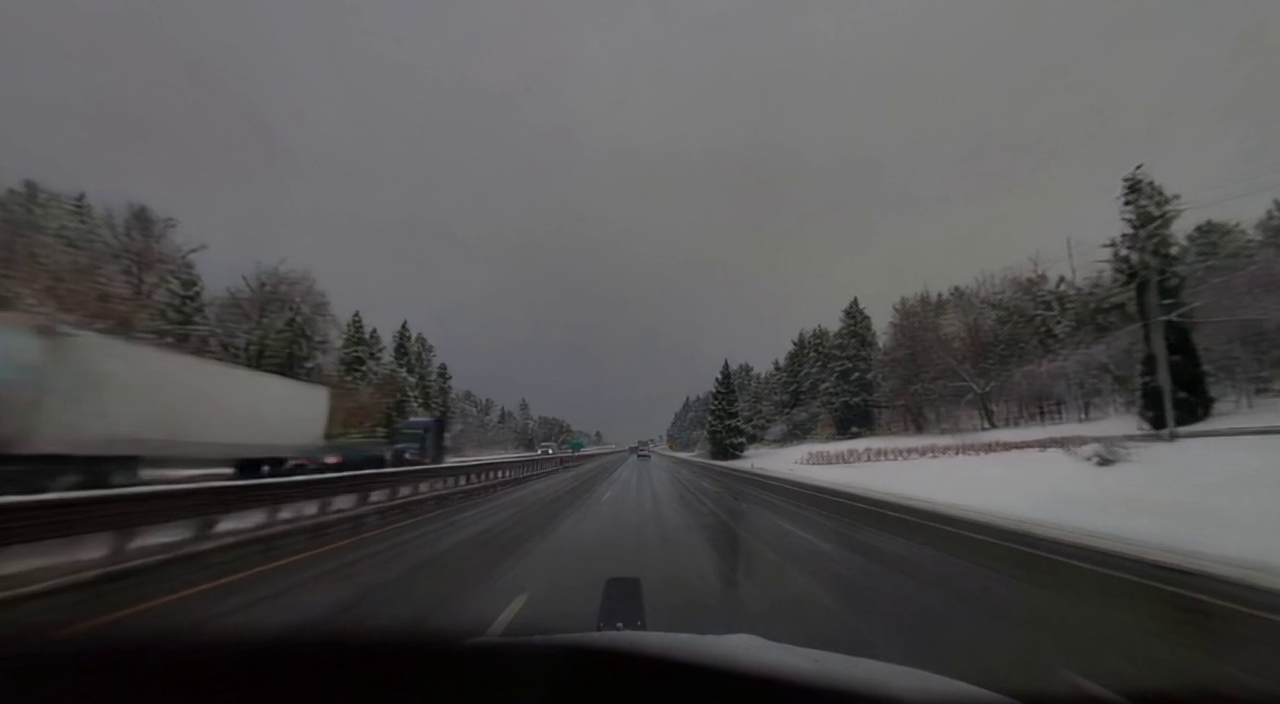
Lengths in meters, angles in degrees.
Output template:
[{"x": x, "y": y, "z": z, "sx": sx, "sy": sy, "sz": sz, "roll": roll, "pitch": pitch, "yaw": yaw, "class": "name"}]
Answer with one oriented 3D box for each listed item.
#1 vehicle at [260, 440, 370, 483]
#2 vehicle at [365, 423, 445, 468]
[{"x": -12.302, "y": 4.166, "z": 24.214, "sx": 1.888, "sy": 1.462, "sz": 4.218, "roll": 0, "pitch": -9, "yaw": 1, "class": "vehicle"}, {"x": -15.909, "y": 6.413, "z": 43.291, "sx": 2.554, "sy": 2.819, "sz": 7.254, "roll": 0, "pitch": -9, "yaw": 1, "class": "vehicle"}]
